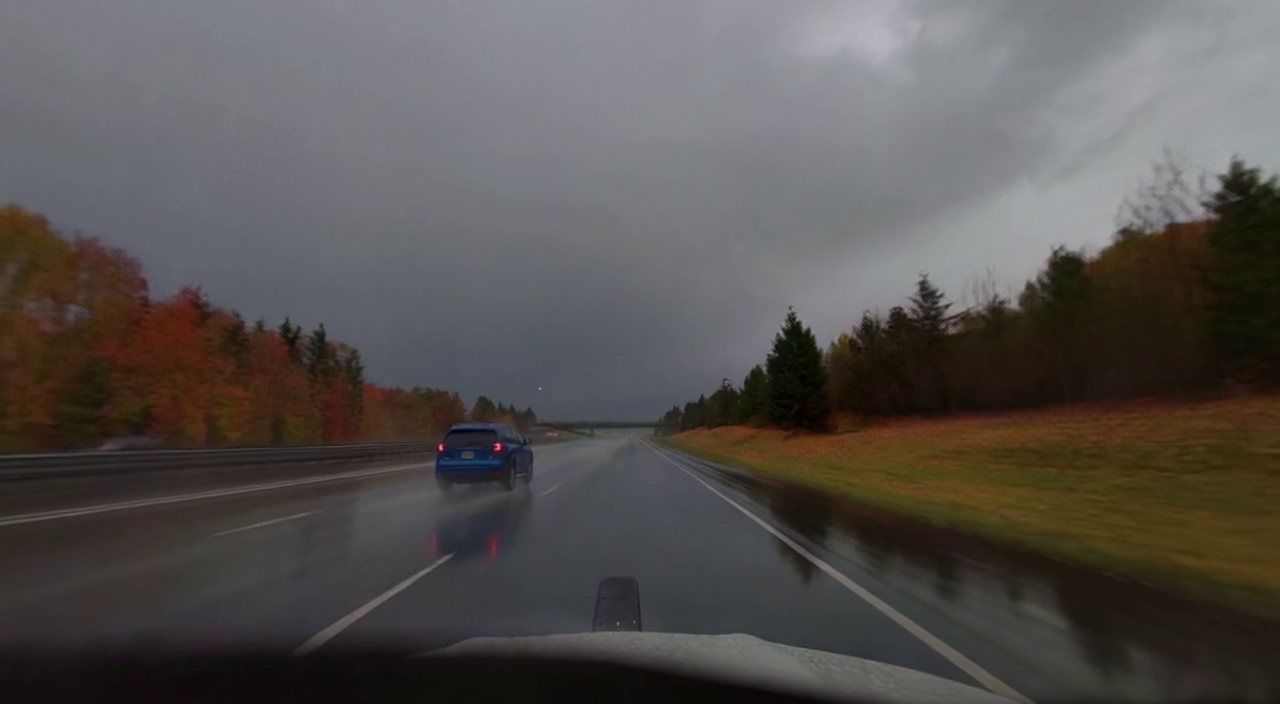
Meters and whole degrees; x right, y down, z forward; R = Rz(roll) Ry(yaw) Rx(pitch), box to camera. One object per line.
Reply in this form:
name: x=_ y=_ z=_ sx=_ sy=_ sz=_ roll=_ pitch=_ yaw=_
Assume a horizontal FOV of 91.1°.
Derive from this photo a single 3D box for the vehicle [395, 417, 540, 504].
vehicle: x=-3.707 y=2.416 z=14.514 sx=2.057 sy=1.666 sz=4.552 roll=0 pitch=-8 yaw=0
